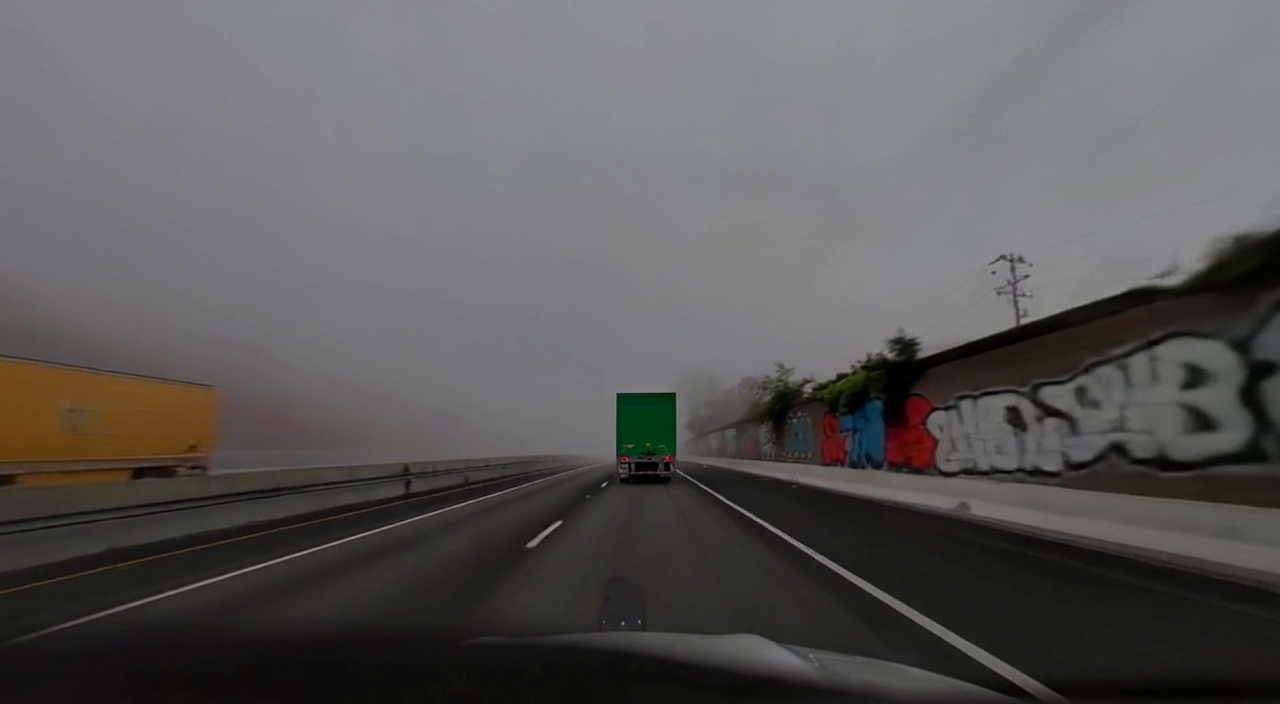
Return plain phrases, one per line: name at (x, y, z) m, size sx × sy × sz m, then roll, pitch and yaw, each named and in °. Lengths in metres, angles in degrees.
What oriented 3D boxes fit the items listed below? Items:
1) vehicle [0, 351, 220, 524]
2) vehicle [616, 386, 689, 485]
vehicle at (-16.615, 2.134, 15.585) m, size 2.882 × 4.051 × 13.808 m, roll 0°, pitch -9°, yaw 0°
vehicle at (0.296, 4.122, 30.364) m, size 2.900 × 3.955 × 10.151 m, roll 0°, pitch -9°, yaw -2°
